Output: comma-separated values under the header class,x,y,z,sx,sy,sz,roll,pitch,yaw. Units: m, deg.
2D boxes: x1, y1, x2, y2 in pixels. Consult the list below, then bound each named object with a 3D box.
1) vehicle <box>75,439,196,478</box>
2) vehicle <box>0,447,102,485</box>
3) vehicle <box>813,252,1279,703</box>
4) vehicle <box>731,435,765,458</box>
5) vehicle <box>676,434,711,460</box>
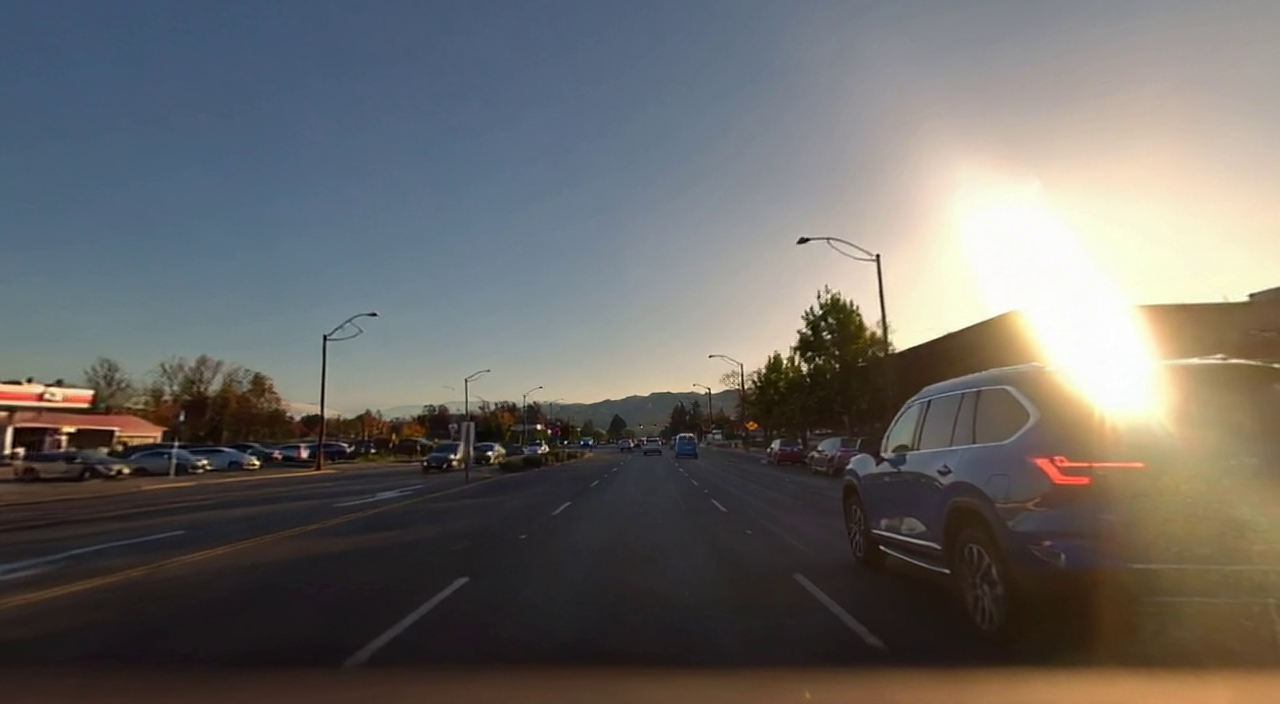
class,x,y,z,sx,sy,sz,roll,pitch,yaw
vehicle,-25.820,5.447,32.236,4.375,1.790,2.056,-1,-9,0
vehicle,-25.948,4.861,27.000,3.765,1.559,1.915,0,-9,1
vehicle,3.016,0.960,4.492,2.246,1.963,4.777,0,-9,1
vehicle,8.368,7.388,48.872,1.960,1.693,4.452,0,-9,2
vehicle,4.117,7.395,48.962,2.317,1.857,5.150,0,-8,1
